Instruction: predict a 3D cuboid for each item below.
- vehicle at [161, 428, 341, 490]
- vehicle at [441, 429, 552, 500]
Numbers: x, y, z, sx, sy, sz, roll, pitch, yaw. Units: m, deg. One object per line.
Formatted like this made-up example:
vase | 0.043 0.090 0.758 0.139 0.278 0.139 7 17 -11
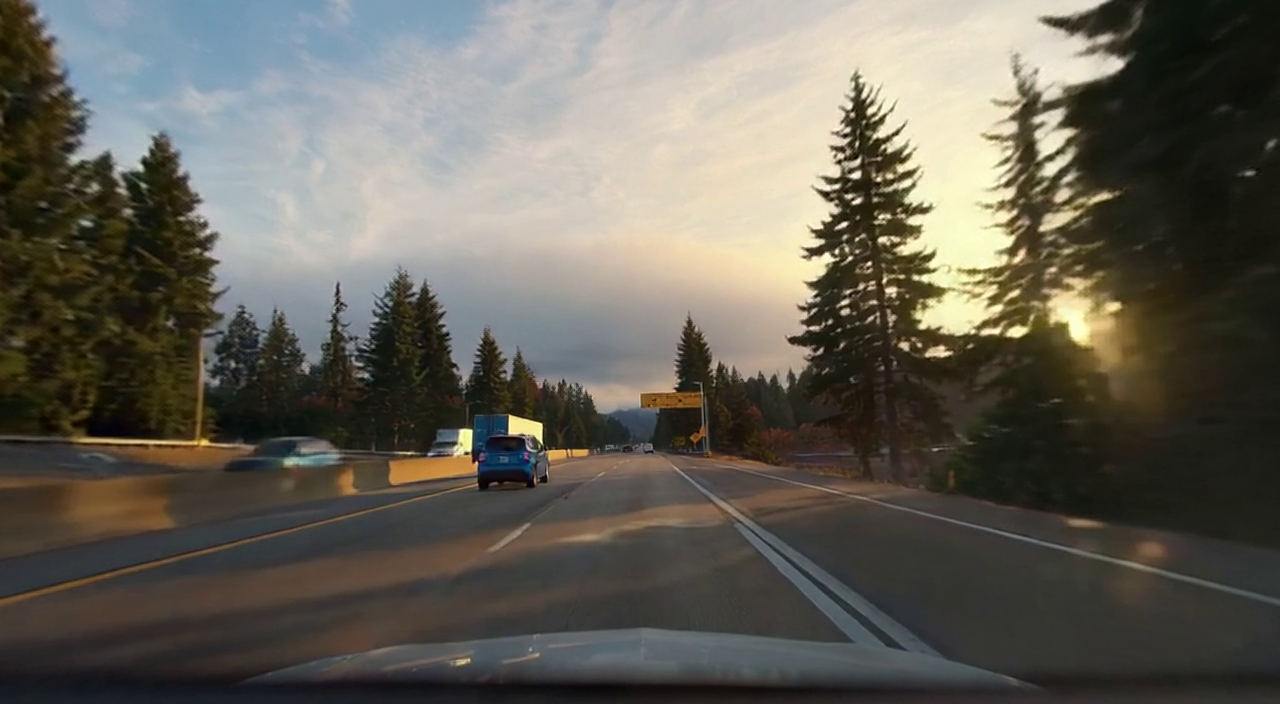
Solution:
vehicle | -13.586 3.794 22.770 2.516 1.910 6.199 -1 -8 1
vehicle | -3.949 3.172 18.212 2.084 1.752 4.479 -1 -8 1
